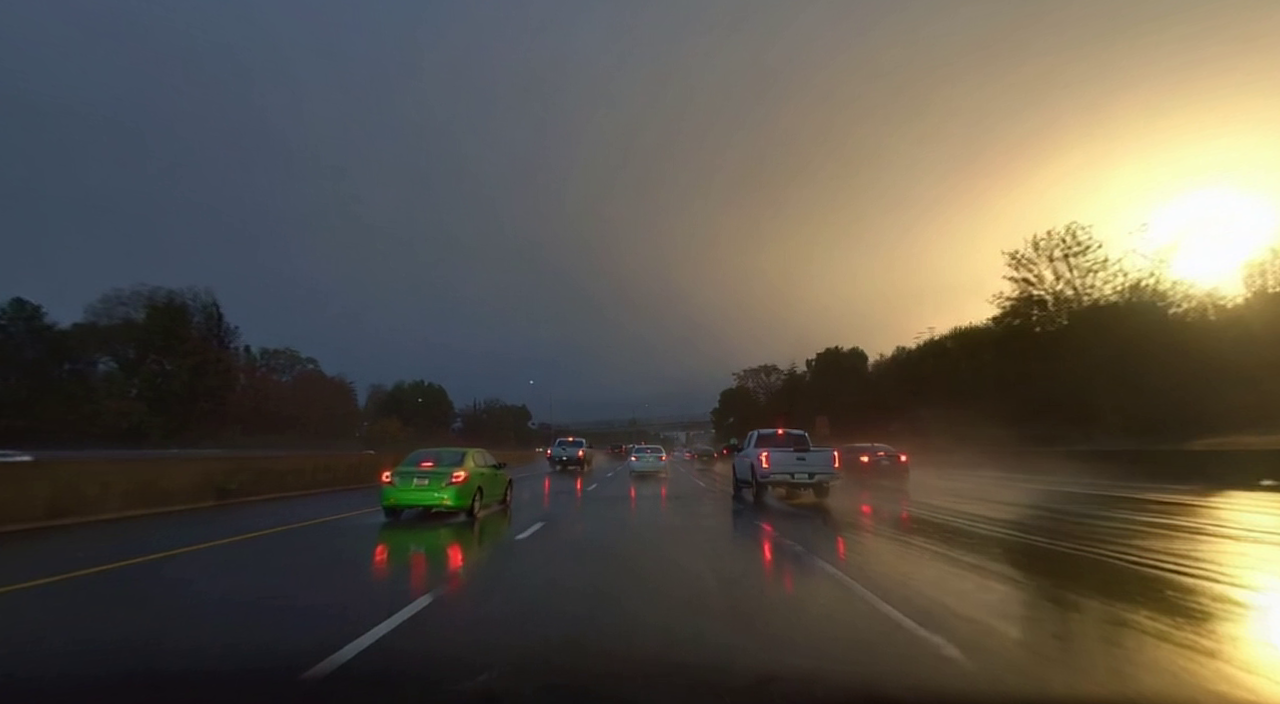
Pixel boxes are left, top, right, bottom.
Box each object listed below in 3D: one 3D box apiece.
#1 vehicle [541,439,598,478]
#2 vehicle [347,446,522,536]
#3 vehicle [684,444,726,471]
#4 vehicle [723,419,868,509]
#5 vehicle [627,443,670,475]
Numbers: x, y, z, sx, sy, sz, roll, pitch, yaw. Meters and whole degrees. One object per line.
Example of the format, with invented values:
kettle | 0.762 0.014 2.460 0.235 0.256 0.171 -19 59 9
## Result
vehicle | -3.444 5.302 31.628 2.176 1.783 4.799 0 -9 2
vehicle | -3.733 2.581 12.377 1.947 1.424 4.264 0 -9 1
vehicle | 4.050 6.652 39.889 2.145 1.636 4.437 0 -9 -1
vehicle | 3.745 2.845 16.493 2.340 1.925 5.529 0 -9 -1
vehicle | 0.446 5.754 34.049 2.147 1.572 4.094 0 -9 0
